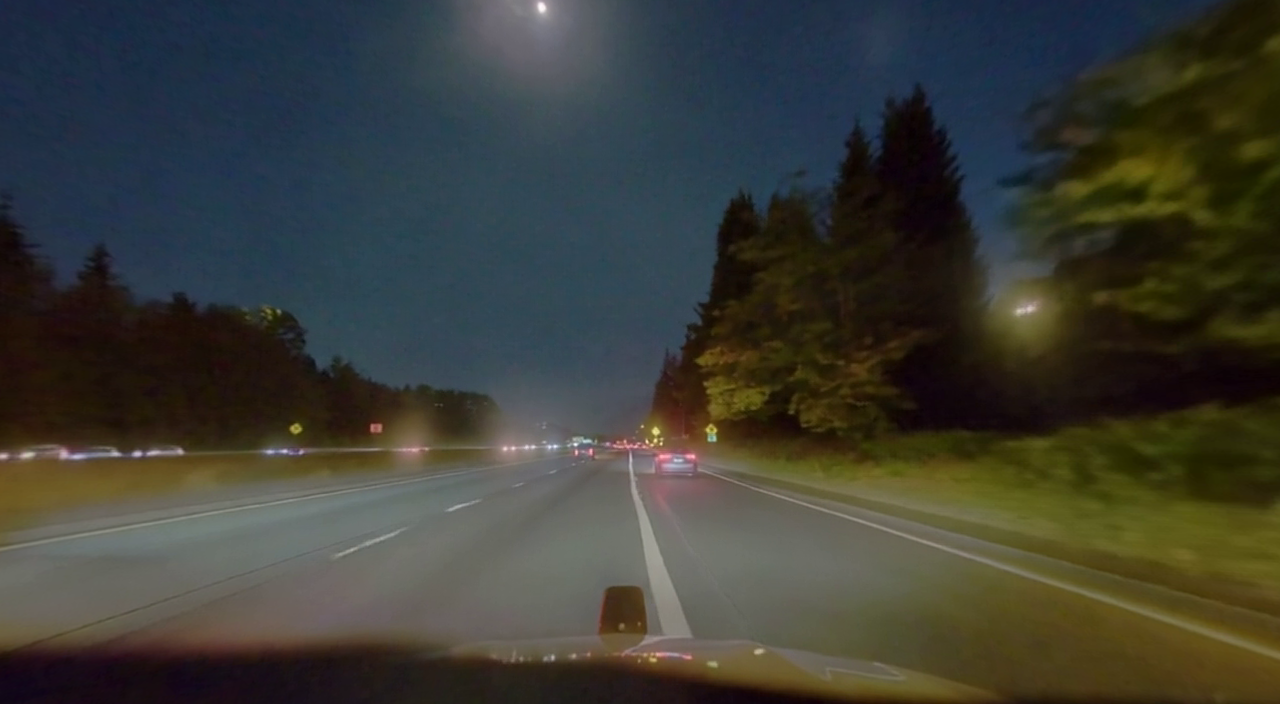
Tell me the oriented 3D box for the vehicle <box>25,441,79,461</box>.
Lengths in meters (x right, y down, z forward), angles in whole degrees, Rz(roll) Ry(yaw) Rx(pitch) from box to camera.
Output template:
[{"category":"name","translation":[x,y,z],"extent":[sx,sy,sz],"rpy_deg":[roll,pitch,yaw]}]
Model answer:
[{"category":"vehicle","translation":[-44.263,7.491,47.496],"extent":[1.542,1.434,2.718],"rpy_deg":[1,-9,-7]}]

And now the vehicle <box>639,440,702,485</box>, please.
[{"category":"vehicle","translation":[1.004,3.915,22.499],"extent":[1.960,1.456,3.818],"rpy_deg":[0,-9,-1]}]
